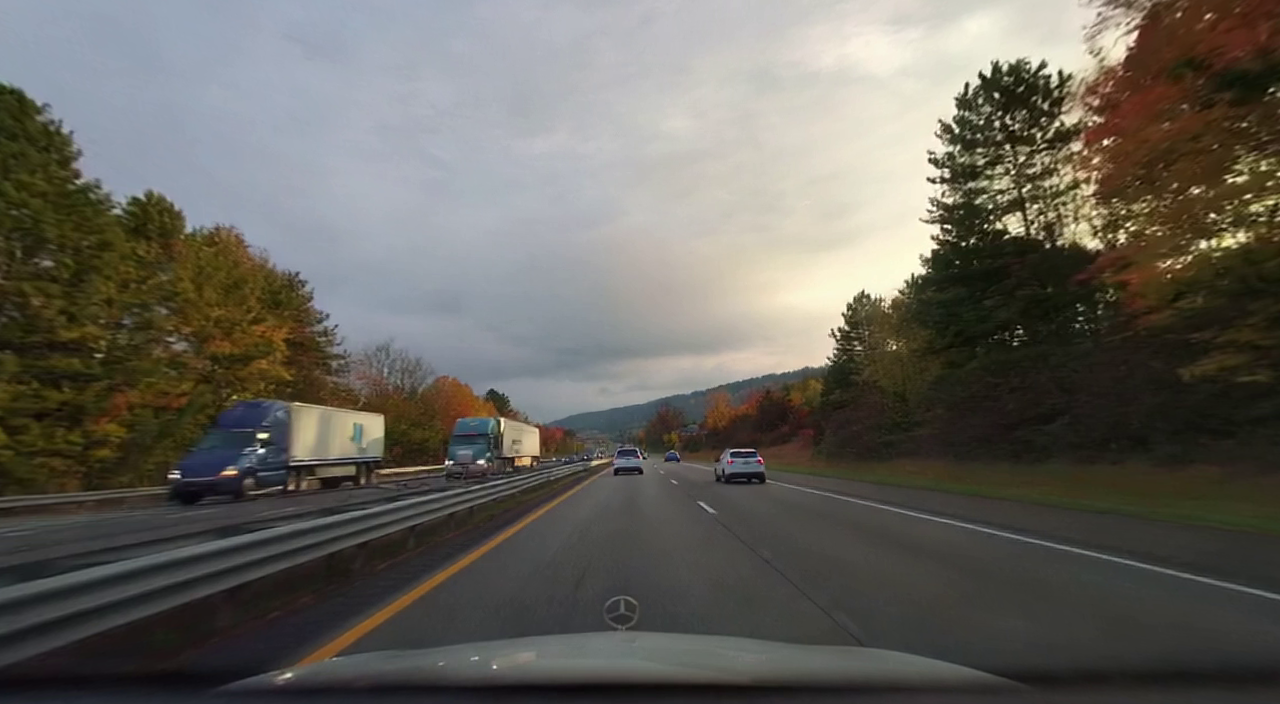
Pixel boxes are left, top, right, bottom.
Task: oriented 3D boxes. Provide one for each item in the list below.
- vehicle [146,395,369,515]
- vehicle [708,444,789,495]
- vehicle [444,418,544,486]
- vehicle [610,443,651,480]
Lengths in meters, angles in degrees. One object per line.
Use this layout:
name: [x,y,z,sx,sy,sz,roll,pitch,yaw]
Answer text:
vehicle: [-13.577,3.786,23.597,2.794,3.610,8.879,0,-9,-1]
vehicle: [3.531,3.889,21.172,1.843,1.505,4.339,0,-9,-1]
vehicle: [-9.206,6.687,42.390,2.893,3.609,16.653,0,-9,0]
vehicle: [-0.469,5.569,32.139,1.937,1.699,3.936,0,-9,0]
